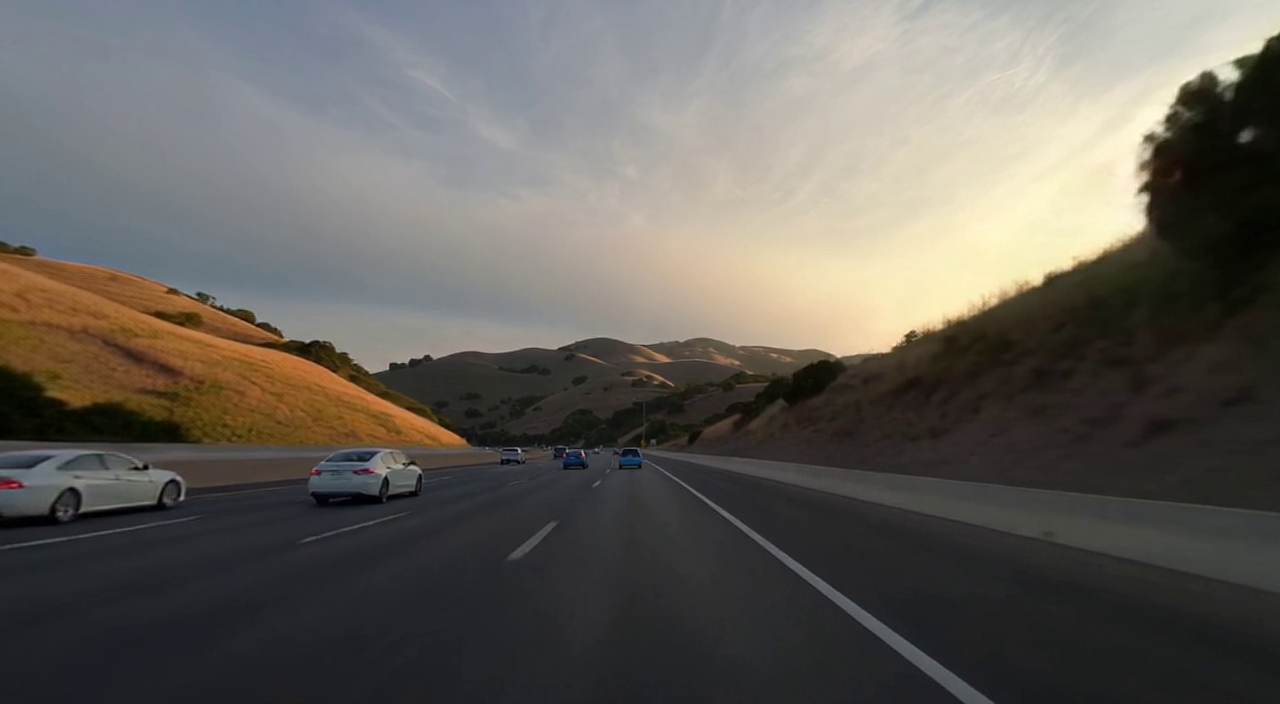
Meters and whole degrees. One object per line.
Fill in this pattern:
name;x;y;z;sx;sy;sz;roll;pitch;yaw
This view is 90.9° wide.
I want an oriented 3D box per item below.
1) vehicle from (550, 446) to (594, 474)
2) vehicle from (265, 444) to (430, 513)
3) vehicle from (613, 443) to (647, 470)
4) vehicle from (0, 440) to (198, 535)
vehicle;-3.921;6.319;37.166;2.144;1.505;4.649;0;-8;-1
vehicle;-7.027;3.040;15.741;1.991;1.441;4.265;0;-8;1
vehicle;-0.726;6.995;42.581;2.225;1.674;4.044;0;-8;-2
vehicle;-11.202;2.435;11.948;2.048;1.501;4.898;0;-8;1
